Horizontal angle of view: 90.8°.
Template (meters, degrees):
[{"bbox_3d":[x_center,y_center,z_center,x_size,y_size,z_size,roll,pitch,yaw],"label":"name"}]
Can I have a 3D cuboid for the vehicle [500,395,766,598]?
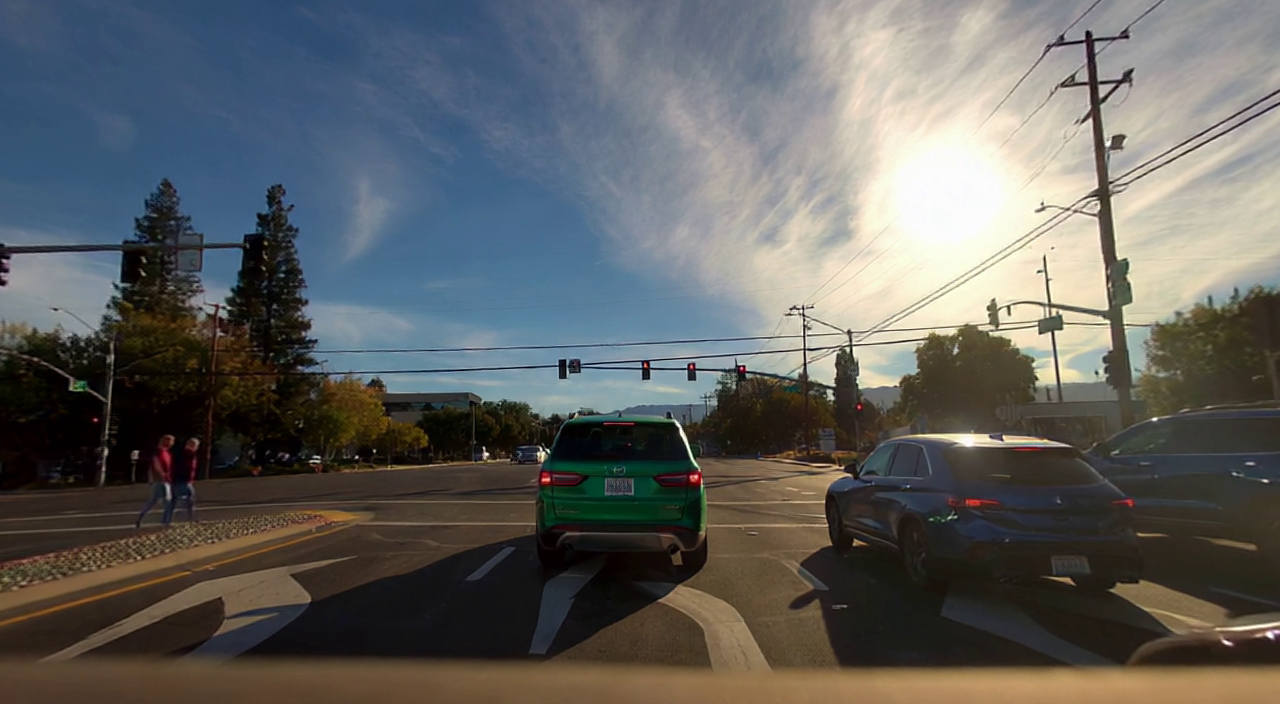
[{"bbox_3d":[-0.096,1.560,7.638,2.285,1.729,4.252,0,-9,-1],"label":"vehicle"}]

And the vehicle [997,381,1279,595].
[{"bbox_3d":[6.580,1.440,7.243,2.119,1.827,4.806,0,-9,0],"label":"vehicle"}]
